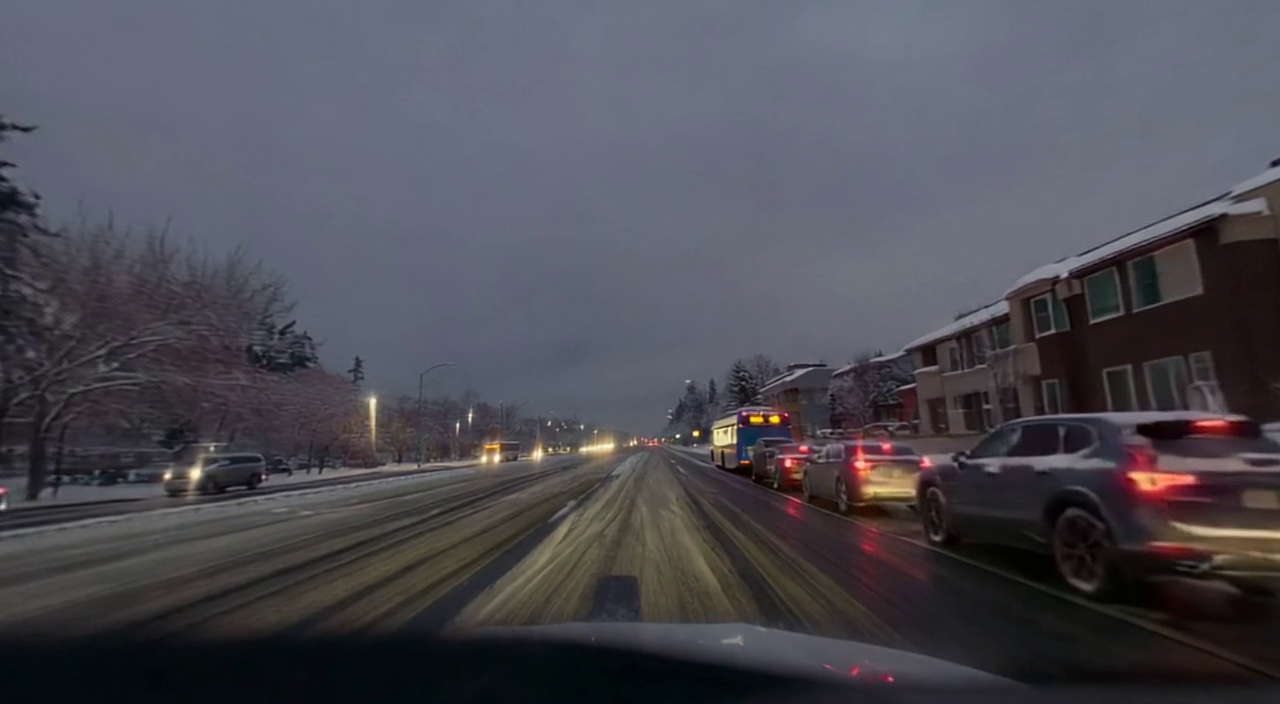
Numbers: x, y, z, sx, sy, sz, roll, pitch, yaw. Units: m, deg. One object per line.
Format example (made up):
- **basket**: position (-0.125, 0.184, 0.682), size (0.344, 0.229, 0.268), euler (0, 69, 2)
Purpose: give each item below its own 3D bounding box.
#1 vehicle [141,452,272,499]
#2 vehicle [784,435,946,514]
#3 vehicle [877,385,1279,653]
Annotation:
- **vehicle**: position (-19.083, 5.422, 28.174), size (2.166, 1.804, 4.897), euler (-1, -8, 3)
- **vehicle**: position (4.726, 2.626, 14.098), size (1.973, 1.465, 4.440), euler (0, -8, 0)
- **vehicle**: position (4.656, 1.438, 6.752), size (2.051, 1.663, 5.441), euler (0, -8, -1)
